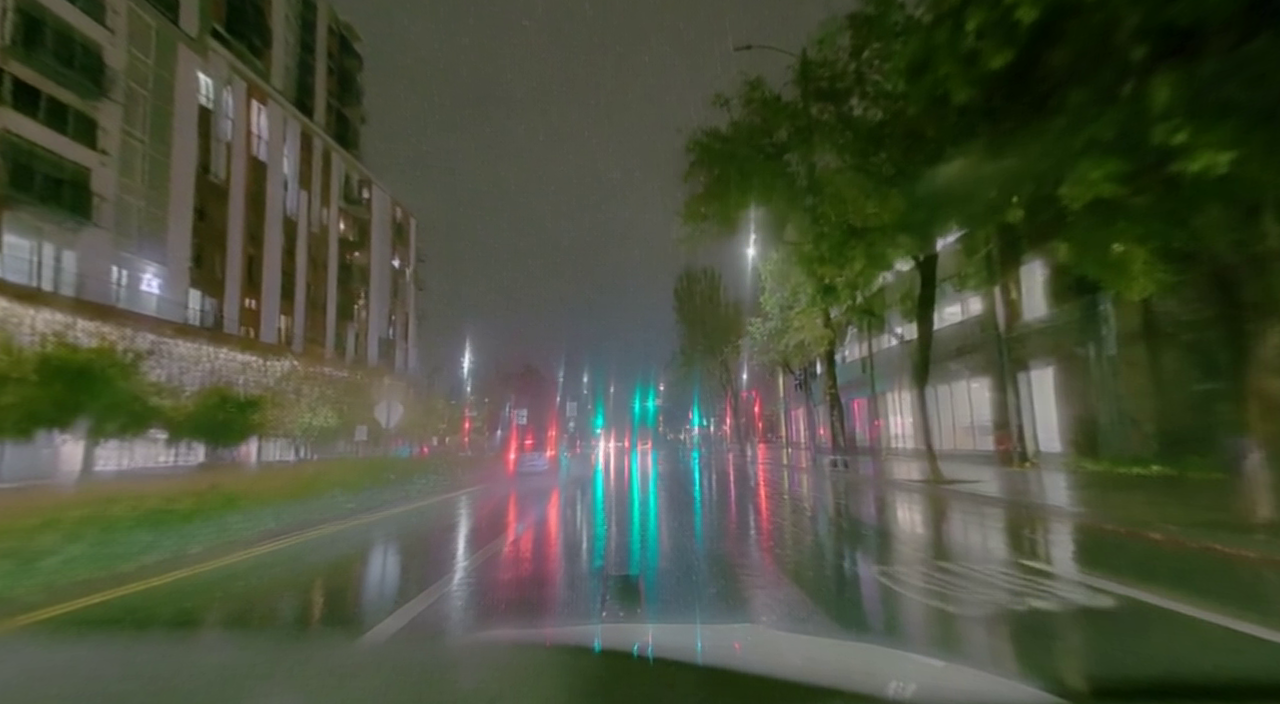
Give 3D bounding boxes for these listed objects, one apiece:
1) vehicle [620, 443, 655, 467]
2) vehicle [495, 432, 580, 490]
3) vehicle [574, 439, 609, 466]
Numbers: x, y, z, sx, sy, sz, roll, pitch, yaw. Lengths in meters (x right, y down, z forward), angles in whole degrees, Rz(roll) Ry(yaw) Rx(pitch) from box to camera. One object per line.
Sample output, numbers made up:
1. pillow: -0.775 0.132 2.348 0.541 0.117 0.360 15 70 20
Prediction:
1. vehicle: -0.148 6.515 40.012 2.095 1.438 3.843 0 -9 0
2. vehicle: -3.318 3.652 21.437 2.116 1.725 4.315 0 -9 1
3. vehicle: -3.436 7.189 45.451 2.152 1.802 4.628 0 -9 0
